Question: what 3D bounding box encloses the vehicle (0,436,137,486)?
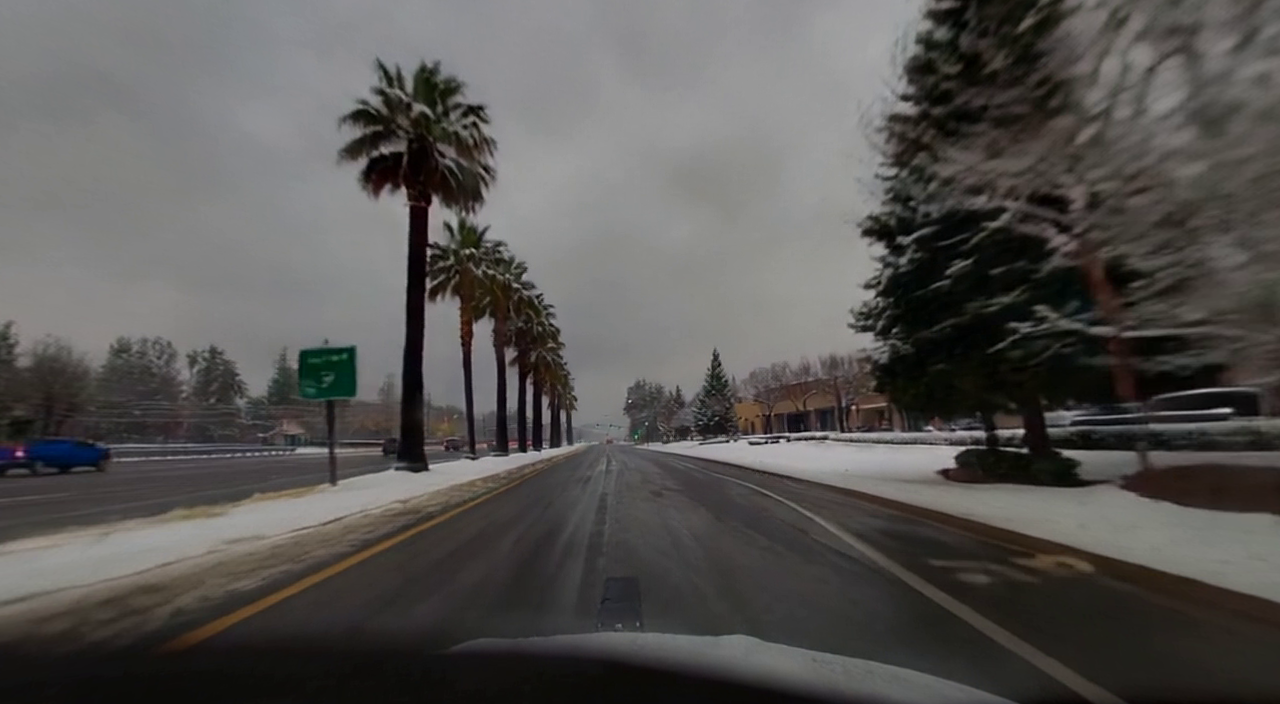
[{"bbox_3d":[-21.515,3.992,23.418,1.994,1.652,4.570,1,-9,-4],"label":"vehicle"}]
